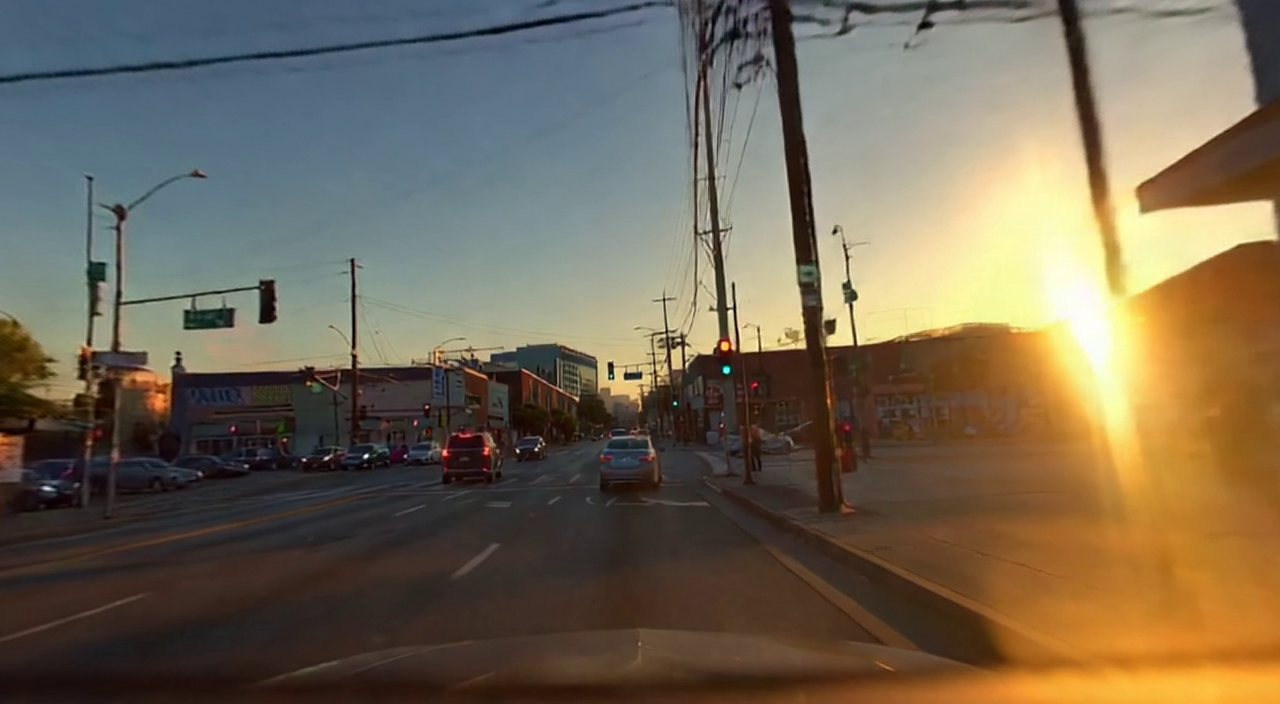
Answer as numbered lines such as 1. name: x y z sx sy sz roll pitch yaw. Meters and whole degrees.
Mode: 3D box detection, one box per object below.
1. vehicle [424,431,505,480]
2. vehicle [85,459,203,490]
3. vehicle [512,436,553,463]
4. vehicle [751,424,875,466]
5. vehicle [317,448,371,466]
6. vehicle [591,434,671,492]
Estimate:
1. vehicle: -6.709 3.989 24.664 2.063 1.751 4.229 0 -8 -2
2. vehicle: -26.116 6.440 33.360 4.479 1.484 2.036 0 -8 0
3. vehicle: -6.147 5.557 36.125 2.097 1.457 4.439 1 -8 -10
4. vehicle: 7.438 4.010 27.387 4.714 1.686 1.973 1 -8 -9
5. vehicle: -23.179 8.203 49.506 3.360 1.392 1.674 0 -8 0
6. vehicle: -0.157 3.181 18.554 2.059 1.497 4.260 0 -8 2
